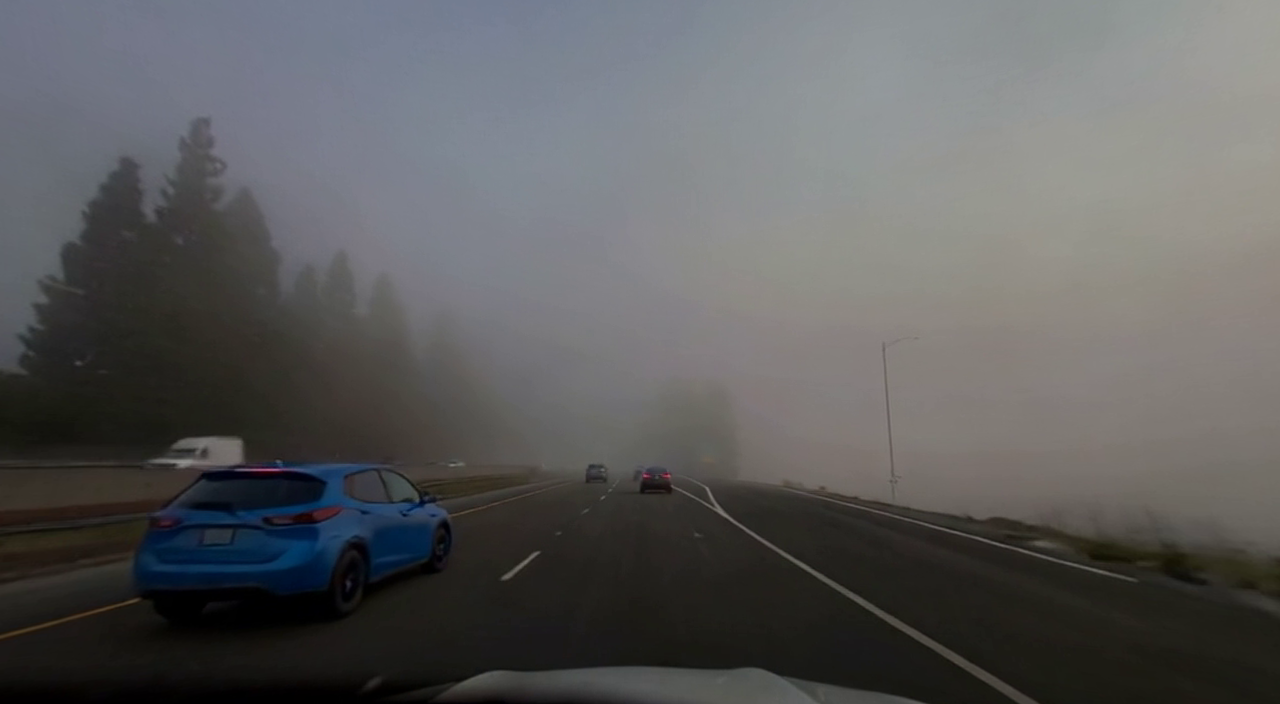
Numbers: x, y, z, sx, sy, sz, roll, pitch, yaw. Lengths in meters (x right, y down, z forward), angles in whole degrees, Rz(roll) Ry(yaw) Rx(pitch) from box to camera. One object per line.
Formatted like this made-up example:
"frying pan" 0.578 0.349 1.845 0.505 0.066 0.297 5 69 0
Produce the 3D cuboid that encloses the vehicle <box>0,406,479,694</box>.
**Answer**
"vehicle" -3.333 1.607 6.175 2.176 1.678 4.724 0 -11 1

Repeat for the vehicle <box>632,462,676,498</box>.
"vehicle" 0.620 6.004 29.627 1.905 1.559 3.491 1 -11 -1
